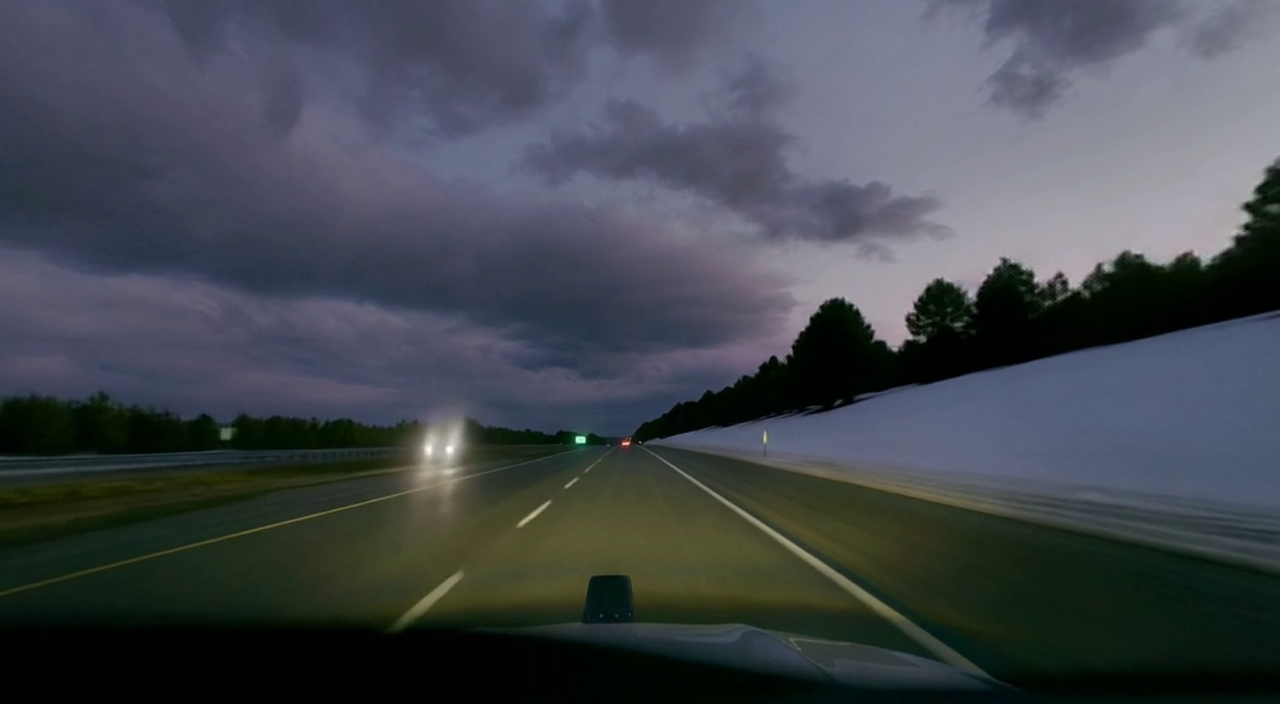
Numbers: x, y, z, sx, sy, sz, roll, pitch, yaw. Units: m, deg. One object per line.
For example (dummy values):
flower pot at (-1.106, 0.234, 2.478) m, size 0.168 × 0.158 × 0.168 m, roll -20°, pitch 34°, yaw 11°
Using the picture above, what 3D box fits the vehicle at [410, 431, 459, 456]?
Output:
vehicle at (-14.338, 6.369, 44.043) m, size 1.954 × 1.659 × 4.349 m, roll 0°, pitch -8°, yaw 0°
